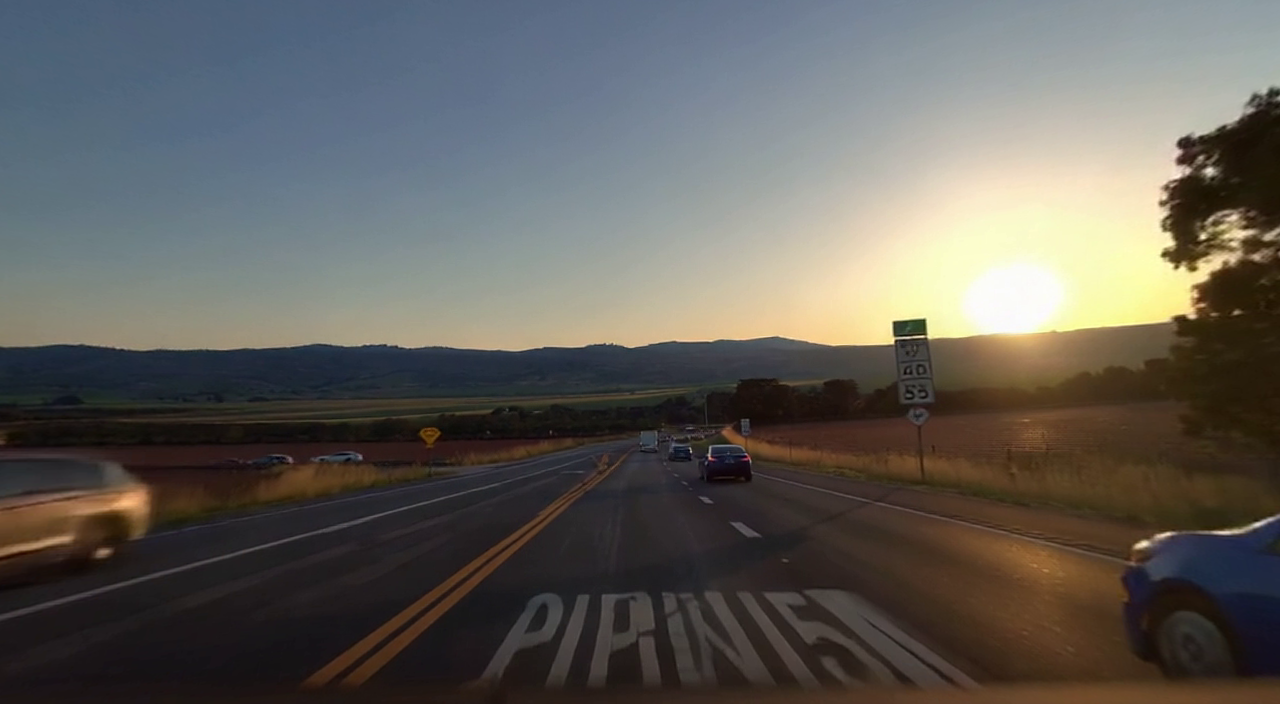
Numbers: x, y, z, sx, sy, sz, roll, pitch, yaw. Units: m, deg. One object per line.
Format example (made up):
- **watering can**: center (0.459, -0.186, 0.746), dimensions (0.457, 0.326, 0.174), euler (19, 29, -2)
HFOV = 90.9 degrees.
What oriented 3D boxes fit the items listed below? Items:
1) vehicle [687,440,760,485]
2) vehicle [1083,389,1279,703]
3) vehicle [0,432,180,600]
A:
- **vehicle**: center (3.052, 4.151, 24.074), dimensions (2.026, 1.531, 4.273), euler (0, -8, -2)
- **vehicle**: center (3.636, 0.789, 1.675), dimensions (2.007, 1.534, 3.976), euler (0, -8, 0)
- **vehicle**: center (-7.836, 1.739, 6.666), dimensions (2.168, 1.748, 4.811), euler (-1, -8, 2)
